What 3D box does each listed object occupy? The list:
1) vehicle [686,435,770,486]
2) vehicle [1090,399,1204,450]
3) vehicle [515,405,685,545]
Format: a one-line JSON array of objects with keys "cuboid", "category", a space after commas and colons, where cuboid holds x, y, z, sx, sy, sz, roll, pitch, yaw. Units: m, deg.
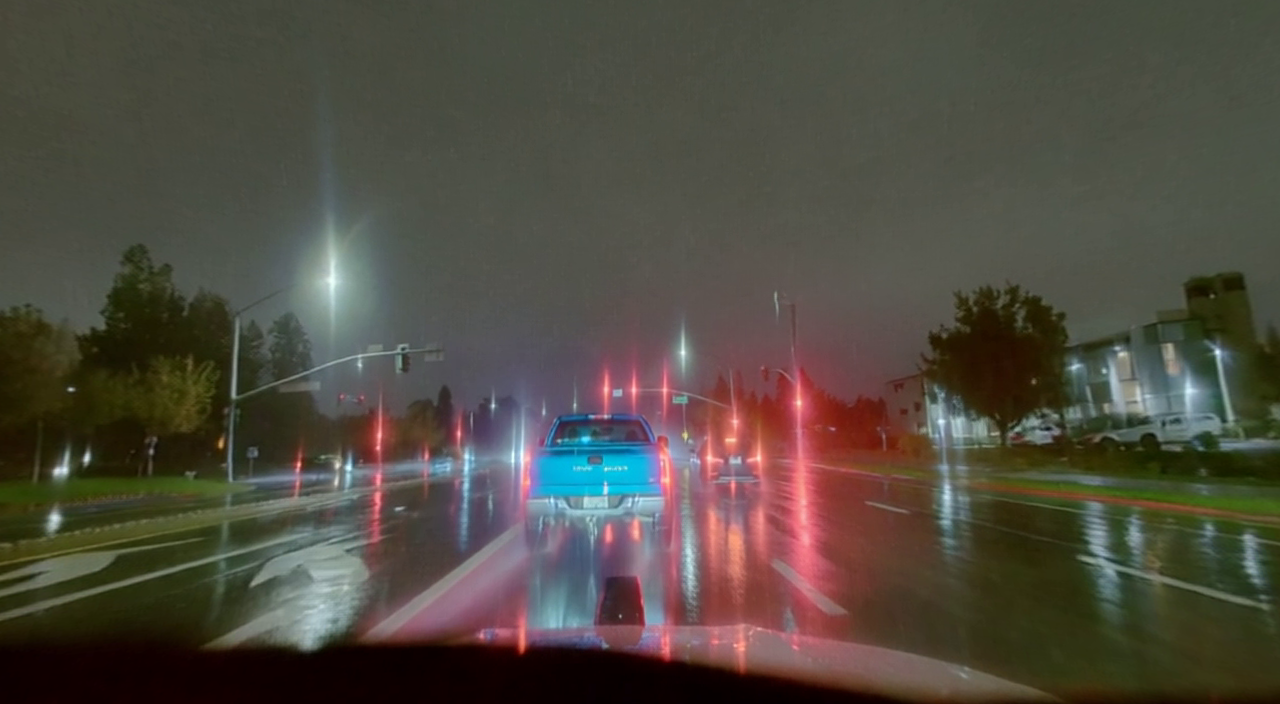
[{"cuboid": [2.772, 3.552, 20.998, 2.073, 1.484, 4.437, 0, -8, -1], "category": "vehicle"}, {"cuboid": [30.382, 4.432, 38.047, 2.892, 2.881, 4.178, 2, -9, -16], "category": "vehicle"}, {"cuboid": [-0.526, 1.903, 10.434, 2.145, 1.762, 4.731, 0, -8, -1], "category": "vehicle"}]
